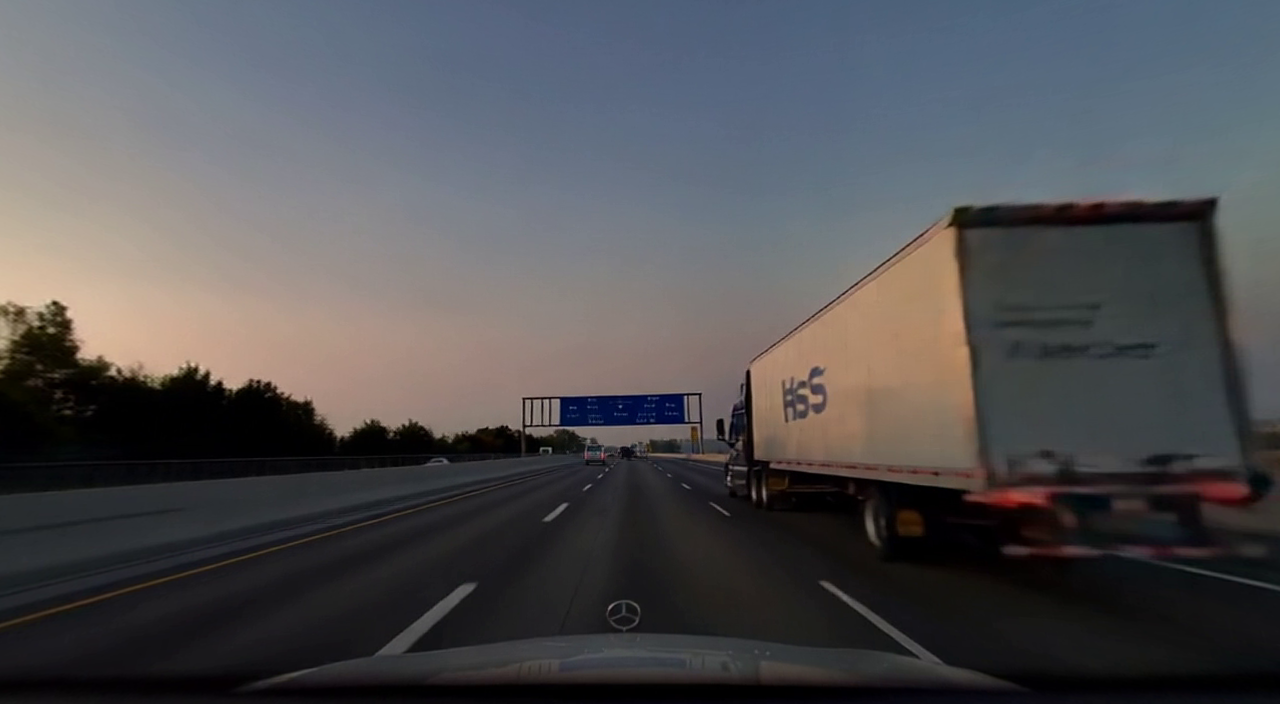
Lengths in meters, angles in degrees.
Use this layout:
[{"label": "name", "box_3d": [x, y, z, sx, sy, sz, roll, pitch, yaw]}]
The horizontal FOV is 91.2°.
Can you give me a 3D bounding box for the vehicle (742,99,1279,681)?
[{"label": "vehicle", "box_3d": [4.065, 1.034, 9.767, 2.823, 3.509, 12.118, 0, -9, 0]}]
